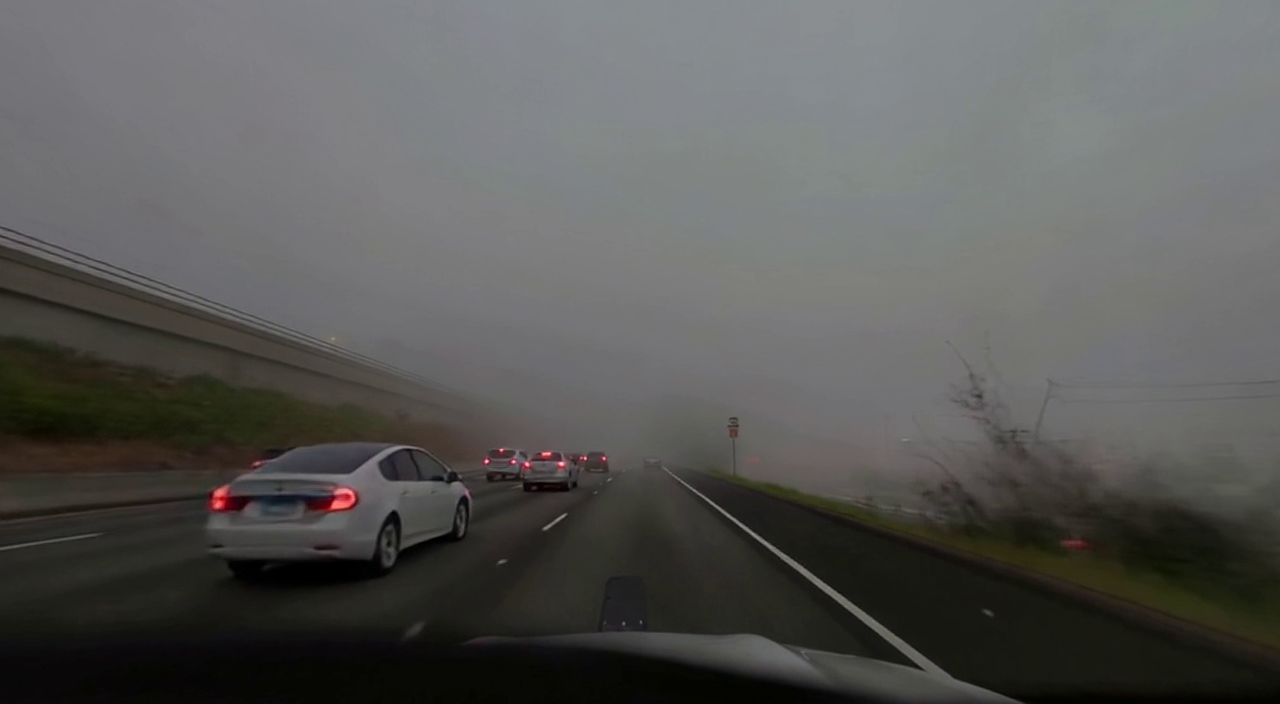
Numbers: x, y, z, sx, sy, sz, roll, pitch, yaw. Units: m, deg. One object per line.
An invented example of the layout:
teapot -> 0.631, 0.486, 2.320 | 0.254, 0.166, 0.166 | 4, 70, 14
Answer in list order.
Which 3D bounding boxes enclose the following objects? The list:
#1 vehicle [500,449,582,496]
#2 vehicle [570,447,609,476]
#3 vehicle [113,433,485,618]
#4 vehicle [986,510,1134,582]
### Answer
vehicle -> -3.343, 4.157, 22.217 | 2.056, 1.449, 4.330 | 0, -8, 2
vehicle -> -3.194, 7.098, 41.092 | 2.052, 1.731, 4.372 | 0, -8, 2
vehicle -> -3.370, 1.752, 7.423 | 1.939, 1.511, 4.246 | 0, -8, 1
vehicle -> 12.676, 5.846, 19.373 | 1.853, 1.586, 3.727 | 0, -8, -2
